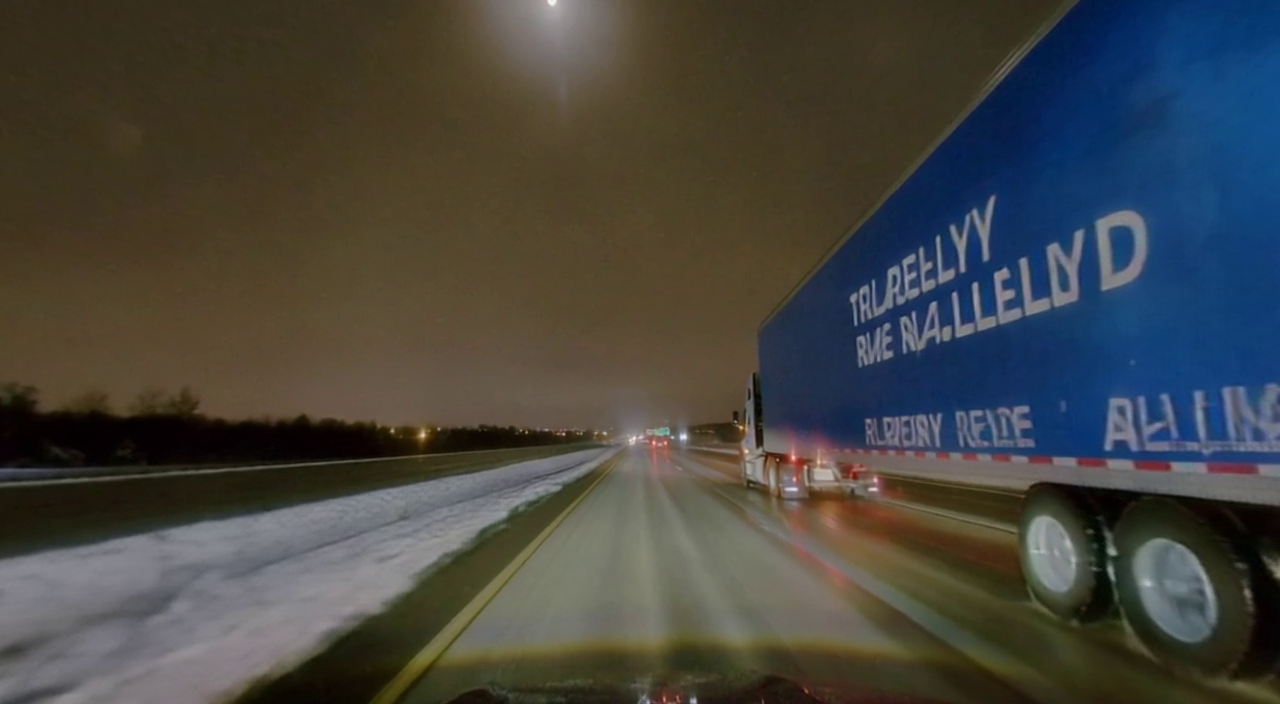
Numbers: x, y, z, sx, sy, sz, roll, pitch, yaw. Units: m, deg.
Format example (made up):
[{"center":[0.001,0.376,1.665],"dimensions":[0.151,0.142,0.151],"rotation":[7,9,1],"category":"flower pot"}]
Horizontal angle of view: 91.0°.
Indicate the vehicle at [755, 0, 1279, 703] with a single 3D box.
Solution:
[{"center":[4.210,0.483,7.919],"dimensions":[3.006,4.093,14.142],"rotation":[0,-8,1],"category":"vehicle"}]
